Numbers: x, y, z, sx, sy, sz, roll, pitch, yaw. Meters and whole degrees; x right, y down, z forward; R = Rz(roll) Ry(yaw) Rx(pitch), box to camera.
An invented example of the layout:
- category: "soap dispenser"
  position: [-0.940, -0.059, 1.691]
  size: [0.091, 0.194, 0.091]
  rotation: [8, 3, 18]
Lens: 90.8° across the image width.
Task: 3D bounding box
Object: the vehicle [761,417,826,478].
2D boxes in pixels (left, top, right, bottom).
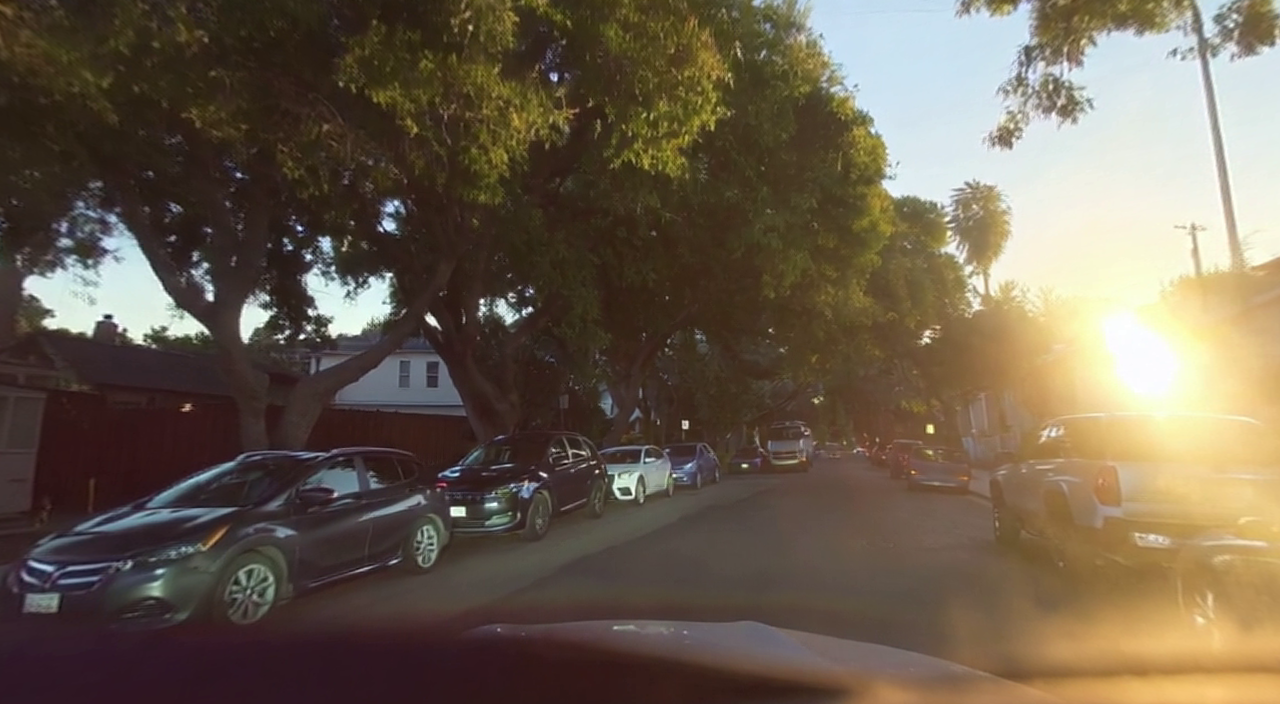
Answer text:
- category: "vehicle"
  position: [8.318, 5.041, 33.741]
  size: [2.716, 2.887, 6.781]
  rotation: [-2, -8, 18]

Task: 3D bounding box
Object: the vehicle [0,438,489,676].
- category: "vehicle"
  position: [-3.494, 1.671, 6.490]
  size: [1.855, 1.510, 4.406]
  rotation: [-2, -9, 15]

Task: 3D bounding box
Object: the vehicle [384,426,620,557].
- category: "vehicle"
  position: [-2.111, 2.343, 11.585]
  size: [2.203, 1.815, 4.972]
  rotation: [-2, -9, 14]

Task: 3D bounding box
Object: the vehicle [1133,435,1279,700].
- category: "vehicle"
  position: [4.275, 1.054, 2.508]
  size: [1.992, 1.456, 4.610]
  rotation: [-2, -9, 16]

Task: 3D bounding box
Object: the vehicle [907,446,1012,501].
- category: "vehicle"
  position: [9.671, 3.648, 19.500]
  size: [1.813, 1.468, 4.267]
  rotation: [-2, -9, 12]

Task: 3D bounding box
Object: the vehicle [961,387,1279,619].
- category: "vehicle"
  position: [5.695, 1.593, 7.643]
  size: [2.182, 1.900, 4.779]
  rotation: [-2, -9, 15]

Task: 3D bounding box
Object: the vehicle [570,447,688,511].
- category: "vehicle"
  position: [-0.116, 3.400, 17.531]
  size: [1.861, 1.474, 4.749]
  rotation: [-3, -9, 17]
